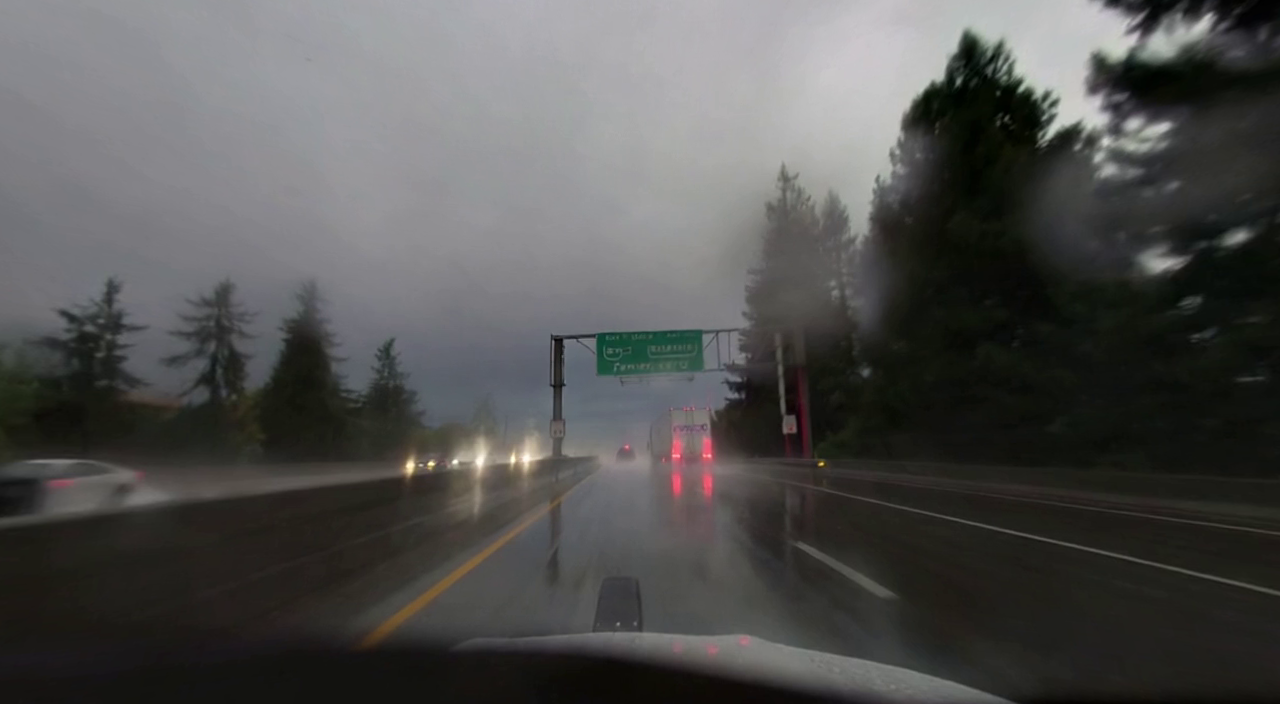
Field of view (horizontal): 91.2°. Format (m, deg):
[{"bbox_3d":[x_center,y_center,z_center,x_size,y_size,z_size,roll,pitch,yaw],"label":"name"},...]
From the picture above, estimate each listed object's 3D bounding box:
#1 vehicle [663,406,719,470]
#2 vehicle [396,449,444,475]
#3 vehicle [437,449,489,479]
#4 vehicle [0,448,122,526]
[{"bbox_3d":[3.329,5.947,43.172,2.892,3.928,8.380,0,-9,-1],"label":"vehicle"},{"bbox_3d":[-14.264,7.140,40.865,1.813,1.545,3.874,0,-9,-1],"label":"vehicle"},{"bbox_3d":[-10.046,6.382,35.917,1.875,1.565,3.912,0,-9,-1],"label":"vehicle"},{"bbox_3d":[-13.521,2.799,13.250,1.954,1.499,3.694,0,-9,-1],"label":"vehicle"}]
